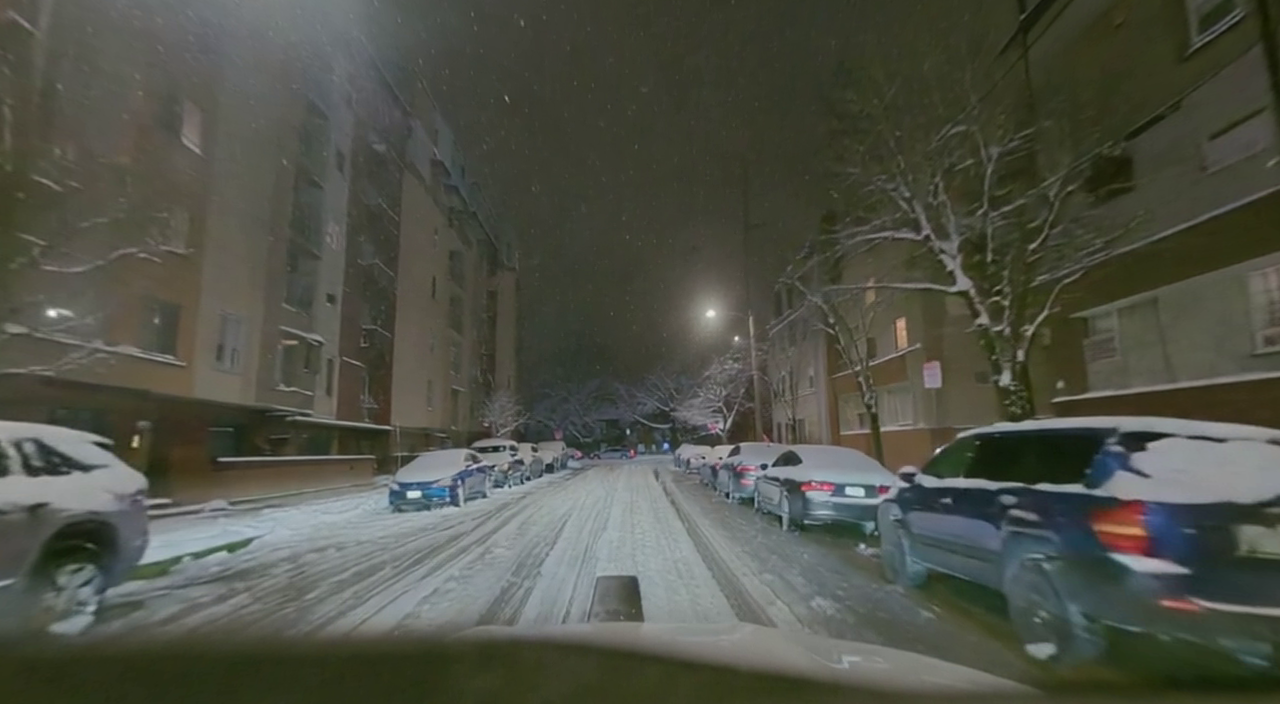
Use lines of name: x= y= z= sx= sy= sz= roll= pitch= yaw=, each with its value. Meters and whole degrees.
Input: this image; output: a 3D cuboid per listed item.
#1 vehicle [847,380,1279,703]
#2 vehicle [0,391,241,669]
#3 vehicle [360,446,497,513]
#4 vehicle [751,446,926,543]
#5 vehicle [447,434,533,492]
vehicle: x=3.645 y=1.346 z=5.559 sx=2.063 sy=1.729 sz=4.538 roll=0 pitch=-8 yaw=0
vehicle: x=-5.419 y=1.178 z=4.099 sx=2.244 sy=1.849 sz=5.306 roll=0 pitch=-8 yaw=-1
vehicle: x=-5.443 y=3.315 z=17.069 sx=2.119 sy=1.500 sz=4.953 roll=0 pitch=-8 yaw=-2
vehicle: x=3.340 y=2.437 z=11.563 sx=1.835 sy=1.420 sz=4.186 roll=0 pitch=-8 yaw=0
vehicle: x=-5.544 y=4.137 z=23.976 sx=2.216 sy=1.953 sz=4.553 roll=0 pitch=-8 yaw=-1
